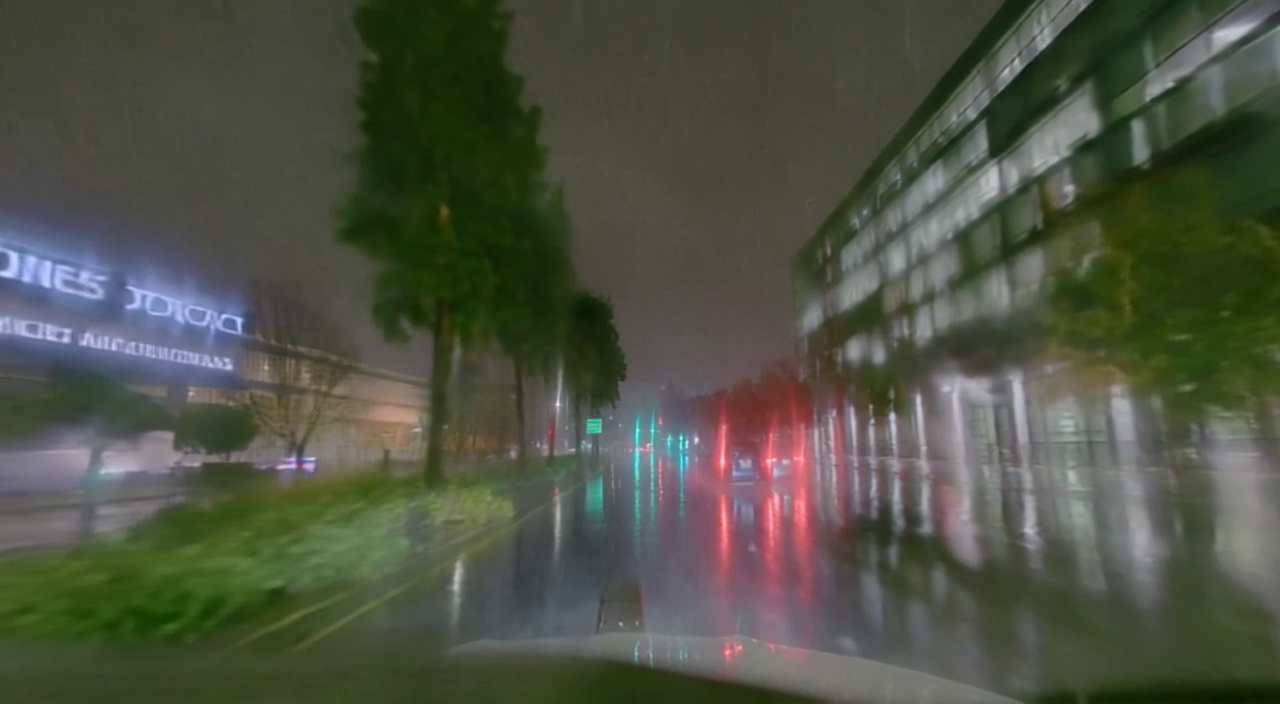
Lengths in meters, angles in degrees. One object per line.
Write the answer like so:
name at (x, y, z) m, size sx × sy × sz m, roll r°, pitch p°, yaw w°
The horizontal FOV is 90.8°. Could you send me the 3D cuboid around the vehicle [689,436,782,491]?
vehicle at (2.805, 3.414, 19.723) m, size 2.131 × 1.491 × 4.496 m, roll 0°, pitch -8°, yaw -1°
